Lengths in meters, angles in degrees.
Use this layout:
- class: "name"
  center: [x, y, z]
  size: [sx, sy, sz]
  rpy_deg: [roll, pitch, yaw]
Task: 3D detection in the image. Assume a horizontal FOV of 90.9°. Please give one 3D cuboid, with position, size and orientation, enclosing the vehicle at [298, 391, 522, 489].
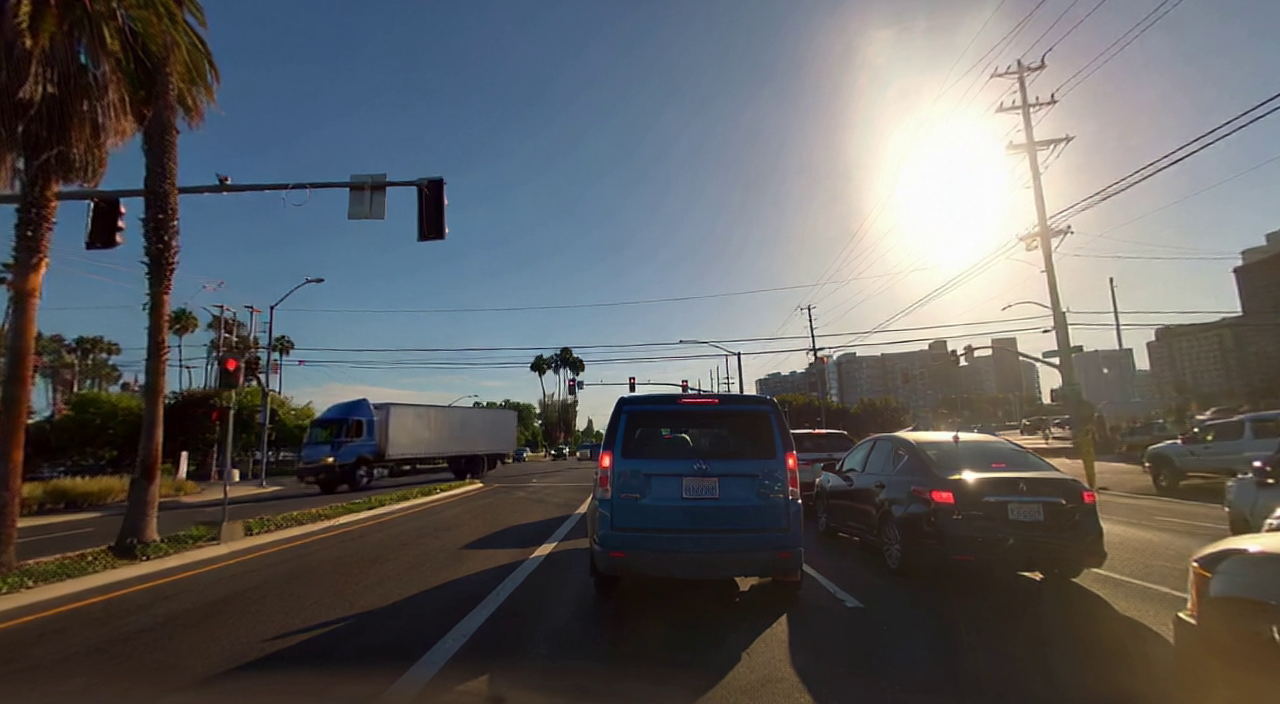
- class: "vehicle"
  center: [-10.421, 4.366, 30.960]
  size: [2.973, 3.889, 11.535]
  rpy_deg: [-4, -9, 24]

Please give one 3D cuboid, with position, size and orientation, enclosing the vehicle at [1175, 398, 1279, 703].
- class: "vehicle"
  center: [3.361, 0.656, 0.661]
  size: [1.805, 1.485, 4.348]
  rpy_deg: [0, -9, 1]

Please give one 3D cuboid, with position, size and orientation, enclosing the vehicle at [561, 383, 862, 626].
- class: "vehicle"
  center: [0.453, 1.443, 6.877]
  size: [2.228, 1.780, 4.269]
  rpy_deg: [0, -9, -2]

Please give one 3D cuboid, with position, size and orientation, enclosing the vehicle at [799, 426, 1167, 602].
- class: "vehicle"
  center: [3.443, 1.688, 7.507]
  size: [1.895, 1.456, 4.255]
  rpy_deg: [0, -9, -1]
